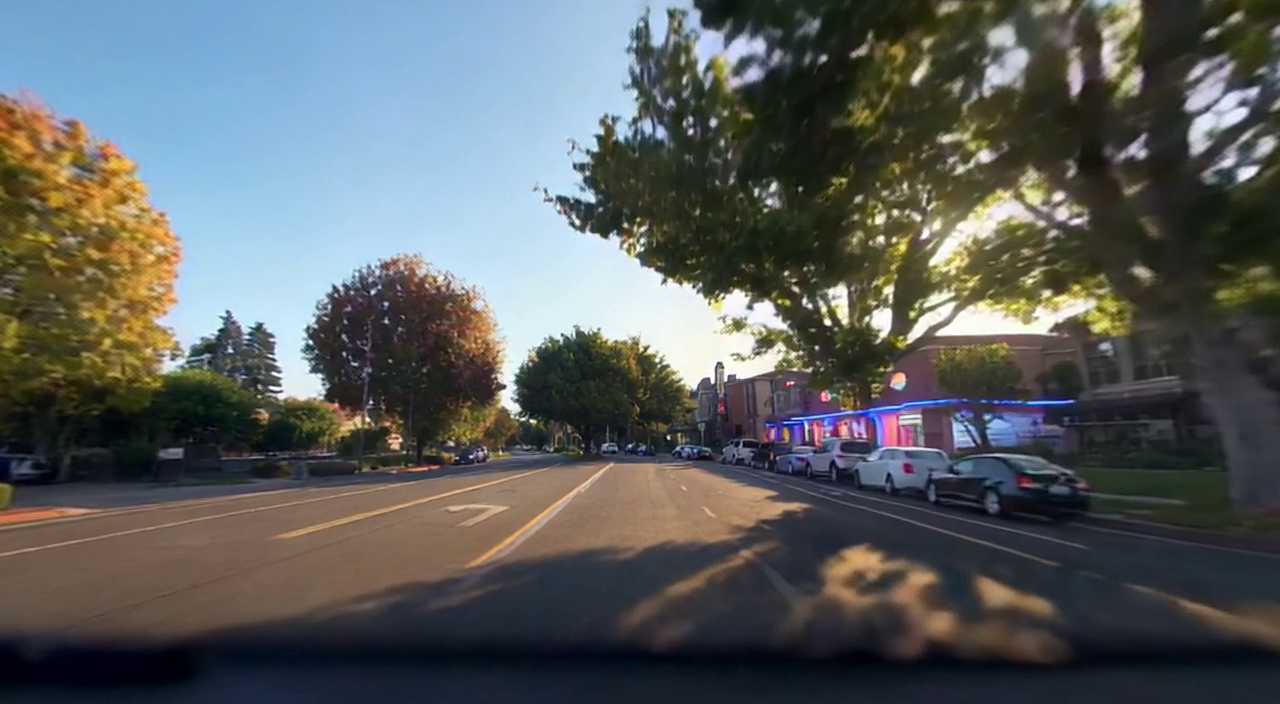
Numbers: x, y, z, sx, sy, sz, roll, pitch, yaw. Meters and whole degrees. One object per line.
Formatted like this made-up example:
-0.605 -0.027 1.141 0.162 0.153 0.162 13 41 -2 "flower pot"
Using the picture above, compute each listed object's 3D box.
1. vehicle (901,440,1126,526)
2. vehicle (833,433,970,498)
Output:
7.429 2.620 13.229 2.057 1.478 4.356 0 -9 1 "vehicle"
7.519 3.308 18.735 2.205 1.658 4.404 0 -9 1 "vehicle"
